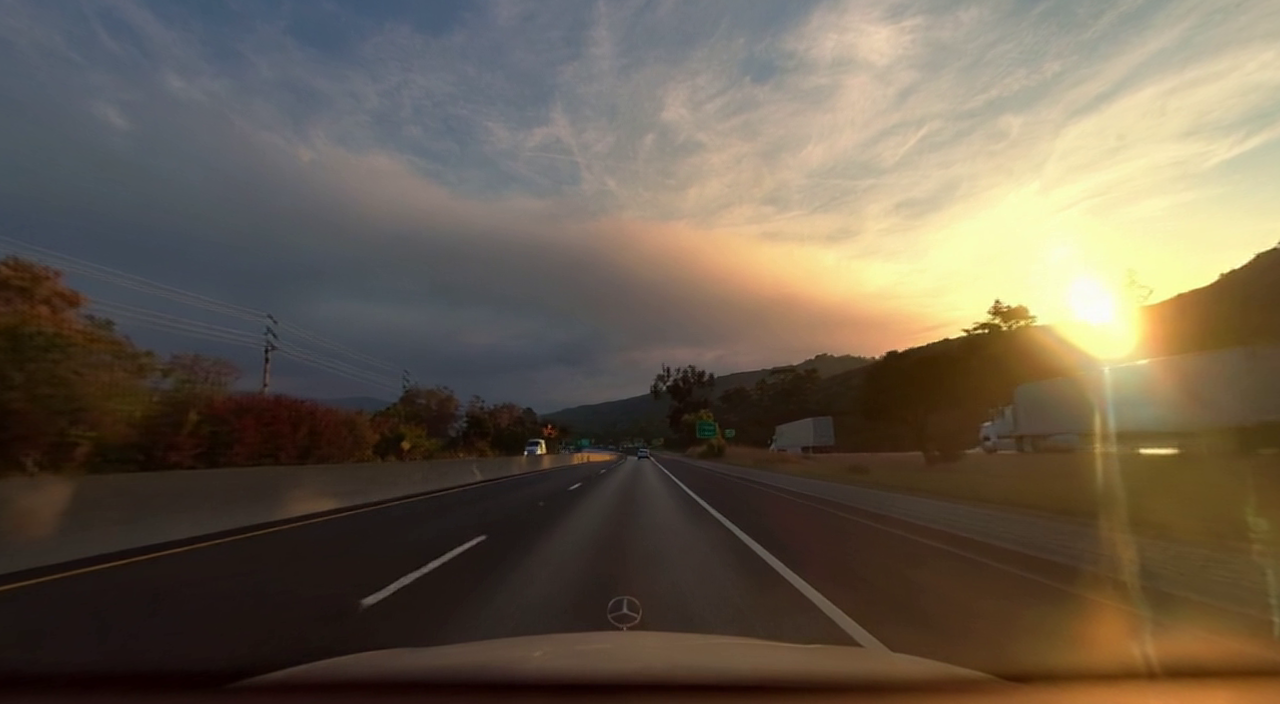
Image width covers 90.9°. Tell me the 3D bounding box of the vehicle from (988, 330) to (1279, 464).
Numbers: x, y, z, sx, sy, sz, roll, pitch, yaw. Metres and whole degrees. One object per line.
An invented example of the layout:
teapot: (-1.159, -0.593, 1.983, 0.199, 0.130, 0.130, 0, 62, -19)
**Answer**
vehicle: (20.535, 2.605, 26.718, 2.861, 4.047, 15.002, -3, -10, 0)
